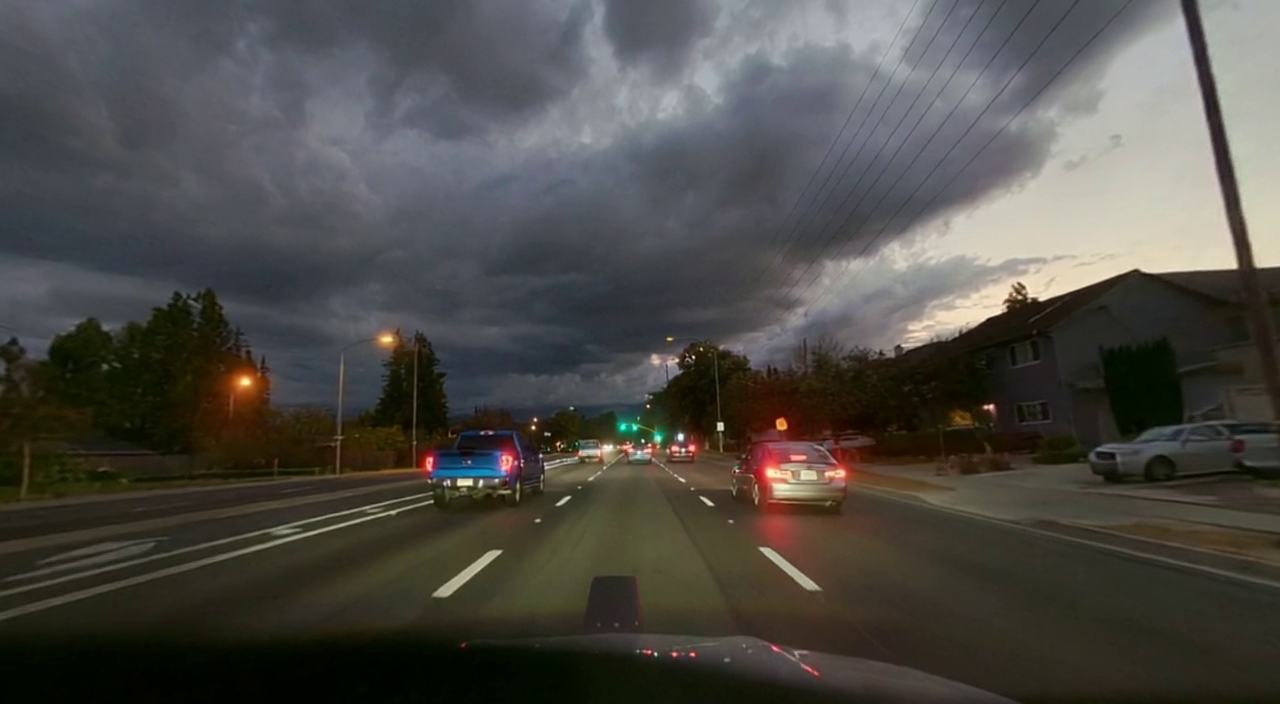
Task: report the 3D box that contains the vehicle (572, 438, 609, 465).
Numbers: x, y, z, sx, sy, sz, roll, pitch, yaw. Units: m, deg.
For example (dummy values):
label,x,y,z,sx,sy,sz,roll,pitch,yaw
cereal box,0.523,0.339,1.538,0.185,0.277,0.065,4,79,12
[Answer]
label,x,y,z,sx,sy,sz,roll,pitch,yaw
vehicle,-3.438,6.977,44.422,2.218,1.829,4.492,0,-8,0

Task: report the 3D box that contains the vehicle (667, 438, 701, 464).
label,x,y,z,sx,sy,sz,roll,pitch,yaw
vehicle,3.294,7.484,48.028,2.099,1.845,4.363,0,-8,-2

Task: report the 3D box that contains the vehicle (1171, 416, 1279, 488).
label,x,y,z,sx,sy,sz,roll,pitch,yaw
vehicle,14.856,2.212,14.103,4.267,1.480,1.817,0,-8,1

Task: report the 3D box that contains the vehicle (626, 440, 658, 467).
label,x,y,z,sx,sy,sz,roll,pitch,yaw
vehicle,0.093,6.464,40.511,1.997,1.636,3.760,0,-8,-1

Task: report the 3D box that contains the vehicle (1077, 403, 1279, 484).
label,x,y,z,sx,sy,sz,roll,pitch,yaw
vehicle,14.826,2.398,16.706,4.814,1.805,2.051,-4,-9,4

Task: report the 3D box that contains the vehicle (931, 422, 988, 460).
label,x,y,z,sx,sy,sz,roll,pitch,yaw
vehicle,15.493,4.369,30.829,1.899,1.690,4.275,-3,-9,20

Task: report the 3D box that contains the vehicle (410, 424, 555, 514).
label,x,y,z,sx,sy,sz,roll,pitch,yaw
vehicle,-3.468,2.703,15.148,2.111,1.745,5.274,0,-8,0

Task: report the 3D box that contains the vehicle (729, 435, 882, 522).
label,x,y,z,sx,sy,sz,roll,pitch,yaw
vehicle,3.128,2.472,12.922,1.884,1.463,4.195,0,-8,-1
